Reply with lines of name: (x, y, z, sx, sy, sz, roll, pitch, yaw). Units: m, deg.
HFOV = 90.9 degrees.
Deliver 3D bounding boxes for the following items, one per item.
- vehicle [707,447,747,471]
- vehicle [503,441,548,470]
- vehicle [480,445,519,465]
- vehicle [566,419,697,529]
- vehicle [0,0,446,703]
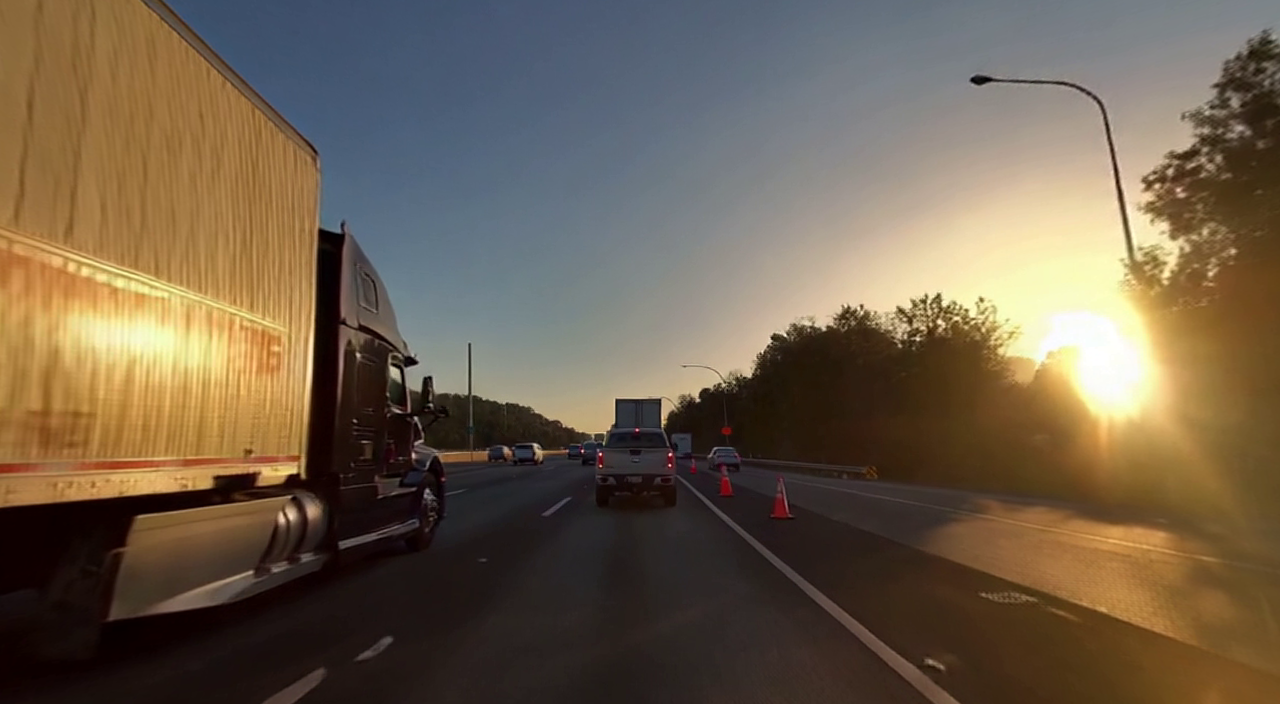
vehicle: (5.615, 6.966, 41.289, 1.918, 1.479, 4.571, 0, -9, -1)
vehicle: (-7.091, 6.473, 39.537, 1.950, 1.716, 4.436, 0, -9, 1)
vehicle: (-11.019, 8.091, 49.647, 1.985, 1.496, 4.583, 0, -9, 0)
vehicle: (-0.155, 2.310, 12.394, 2.152, 1.779, 3.924, 0, -9, 0)
vehicle: (-3.827, 0.043, 3.036, 2.990, 3.885, 8.243, 0, -9, 1)
